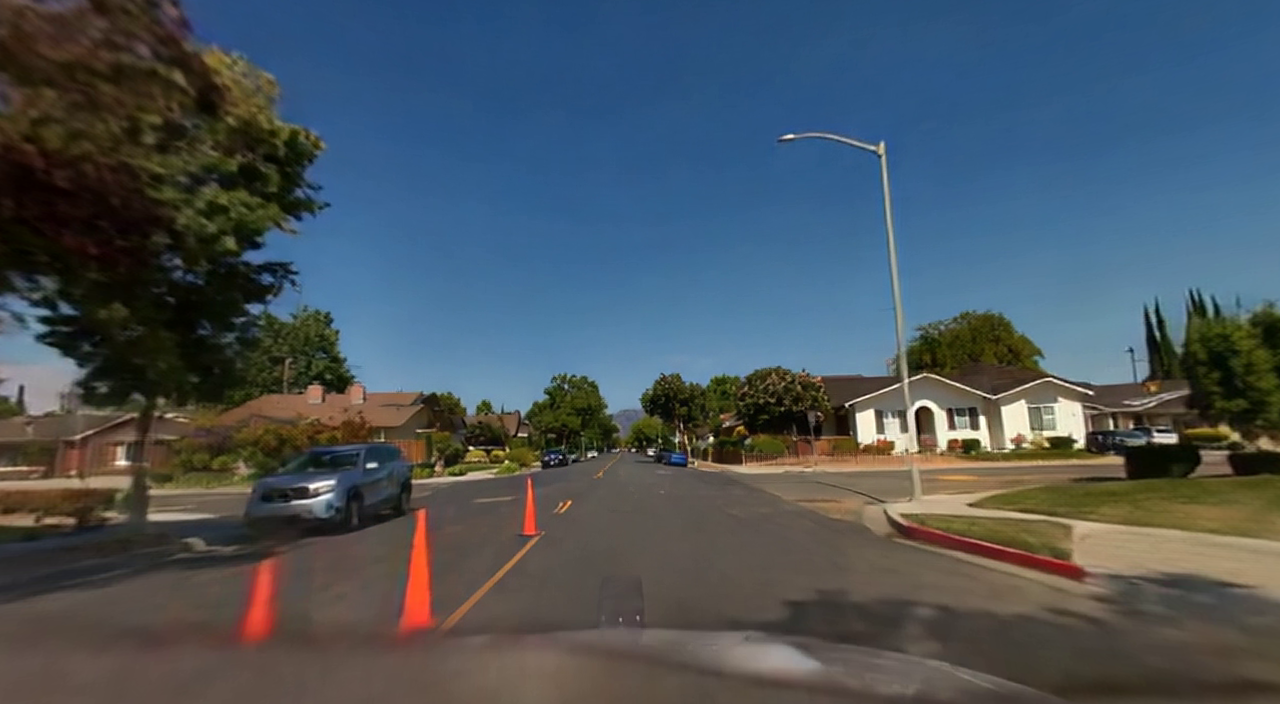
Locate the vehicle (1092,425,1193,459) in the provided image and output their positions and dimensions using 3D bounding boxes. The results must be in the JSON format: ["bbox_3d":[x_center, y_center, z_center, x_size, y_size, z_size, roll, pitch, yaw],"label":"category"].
[{"bbox_3d":[29.824,5.289,37.736,1.923,1.805,4.876,-2,-6,-1],"label":"vehicle"}]

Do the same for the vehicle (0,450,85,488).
[{"bbox_3d":[-36.048,6.928,37.703,1.821,1.691,4.510,0,-3,0],"label":"vehicle"}]

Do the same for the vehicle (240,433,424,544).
[{"bbox_3d":[-6.138,2.670,13.307,2.087,1.835,4.445,-1,-7,-6],"label":"vehicle"}]
